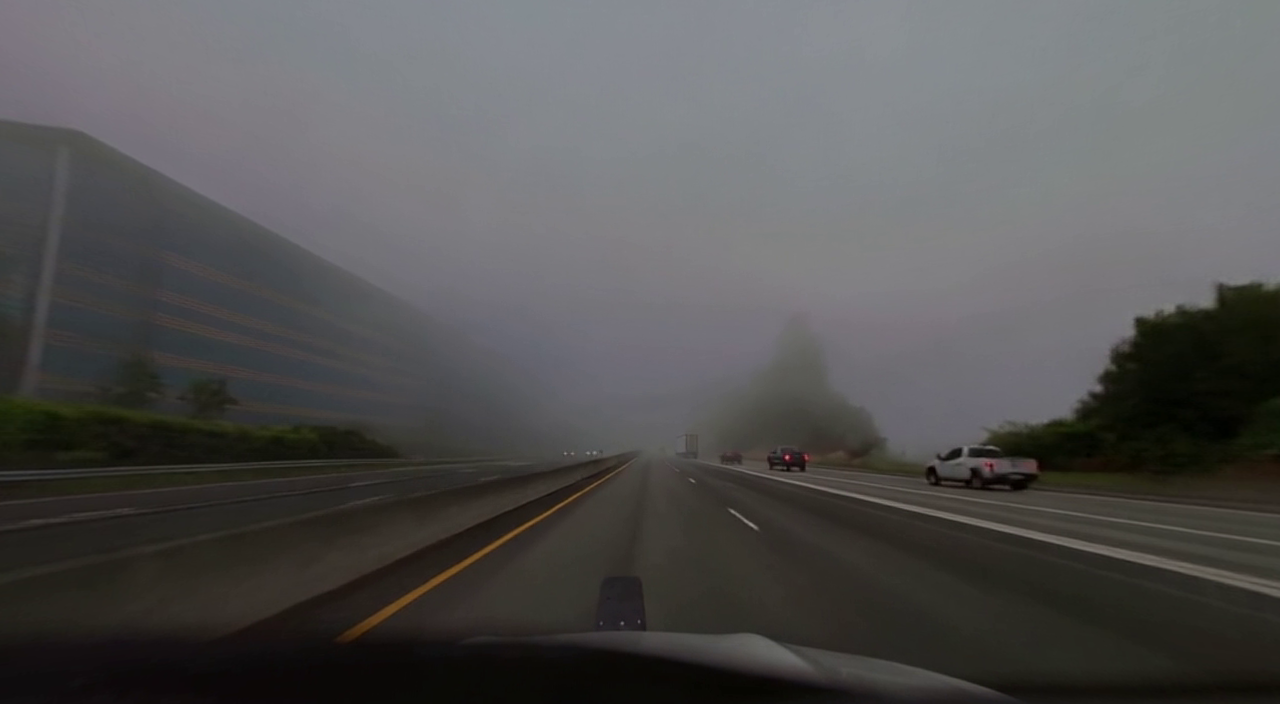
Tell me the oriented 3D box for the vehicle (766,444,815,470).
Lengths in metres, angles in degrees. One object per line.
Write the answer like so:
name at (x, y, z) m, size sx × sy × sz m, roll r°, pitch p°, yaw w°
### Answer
vehicle at (10.393, 7.281, 43.903) m, size 2.129 × 1.735 × 4.880 m, roll 0°, pitch -9°, yaw -1°

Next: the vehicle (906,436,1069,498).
vehicle at (10.436, 3.483, 19.520) m, size 2.127 × 1.646 × 4.926 m, roll 0°, pitch -9°, yaw -1°
